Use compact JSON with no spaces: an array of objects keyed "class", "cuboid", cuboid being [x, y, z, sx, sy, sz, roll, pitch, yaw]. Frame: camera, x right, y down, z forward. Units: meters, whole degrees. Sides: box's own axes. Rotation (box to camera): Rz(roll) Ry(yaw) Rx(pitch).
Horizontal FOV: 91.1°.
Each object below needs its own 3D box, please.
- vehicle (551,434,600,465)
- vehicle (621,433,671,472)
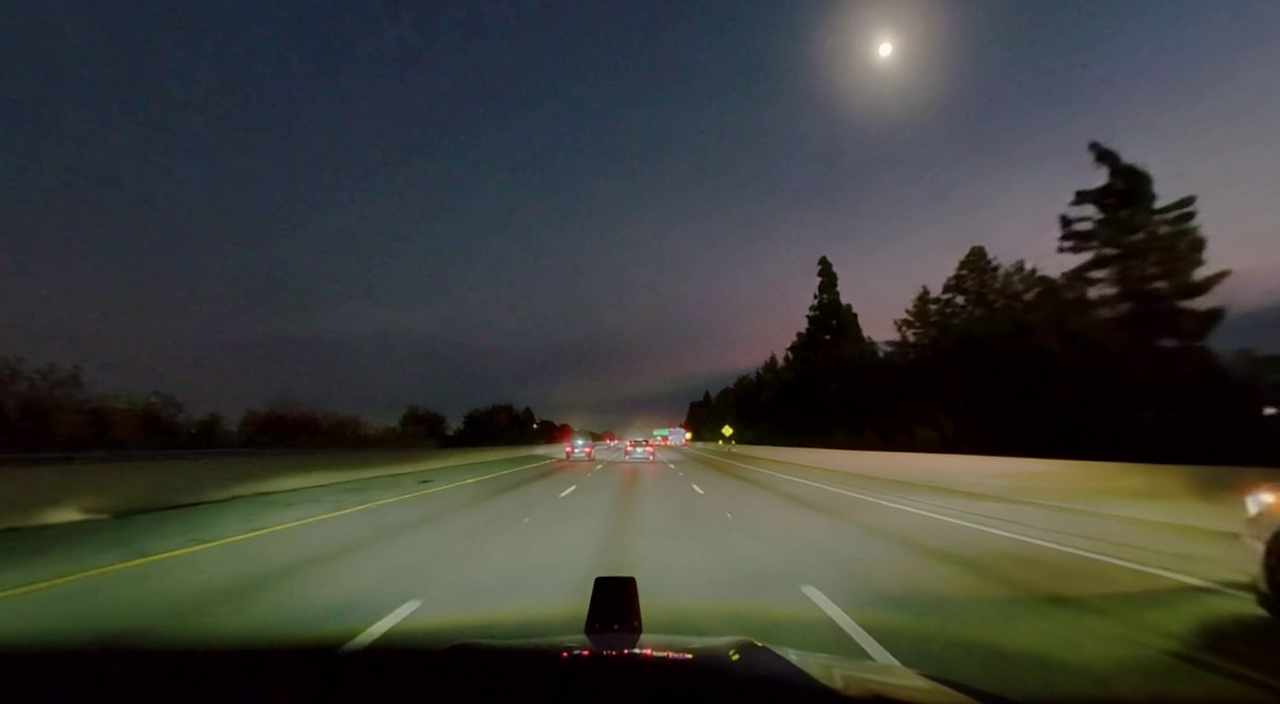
[{"class":"vehicle","cuboid":[-3.432,5.291,34.178,2.066,1.561,4.495,0,-8,1]},{"class":"vehicle","cuboid":[0.246,4.333,27.298,2.049,1.542,3.816,0,-8,0]}]
